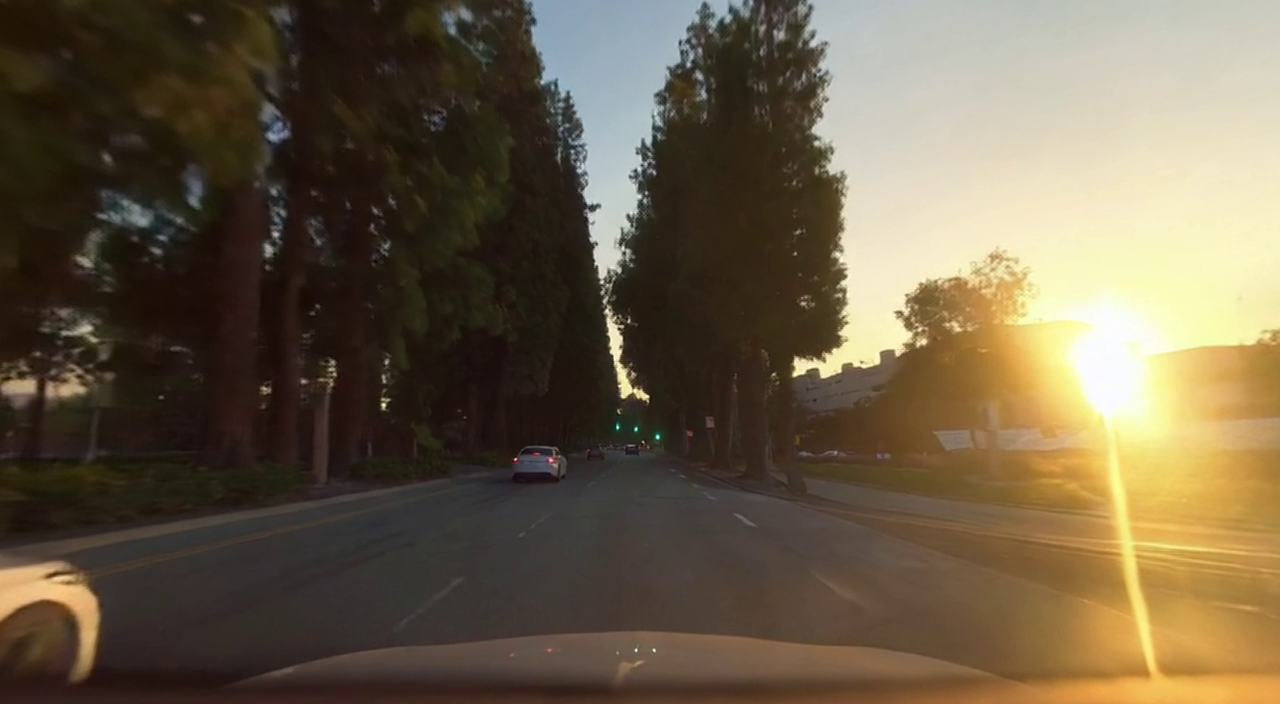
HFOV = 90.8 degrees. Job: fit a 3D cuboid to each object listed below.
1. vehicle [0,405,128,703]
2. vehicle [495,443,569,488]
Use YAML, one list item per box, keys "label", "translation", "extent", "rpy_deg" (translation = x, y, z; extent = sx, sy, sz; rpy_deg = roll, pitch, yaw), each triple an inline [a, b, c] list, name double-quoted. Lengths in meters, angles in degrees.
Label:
- label: "vehicle"
  translation: [-3.634, 0.724, 0.933]
  extent: [2.106, 1.482, 4.312]
  rpy_deg: [0, -8, 0]
- label: "vehicle"
  translation: [-3.880, 4.149, 23.531]
  extent: [1.968, 1.459, 4.433]
  rpy_deg: [0, -8, 0]
